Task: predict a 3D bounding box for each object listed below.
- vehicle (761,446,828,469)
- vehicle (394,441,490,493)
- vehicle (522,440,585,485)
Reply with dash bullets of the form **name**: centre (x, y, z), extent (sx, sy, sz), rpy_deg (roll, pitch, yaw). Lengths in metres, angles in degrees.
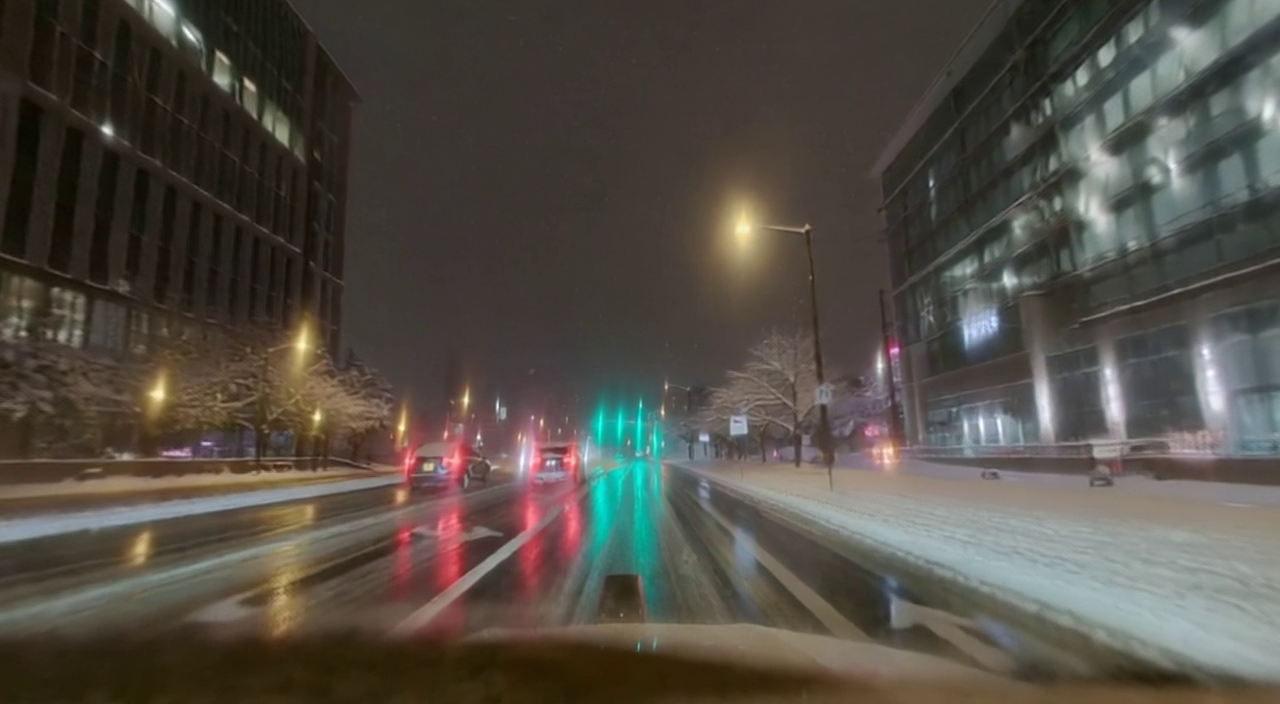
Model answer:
- **vehicle**: centre (11.172, 7.665, 45.948), extent (4.513, 1.541, 1.948), rpy_deg (-1, -9, 5)
- **vehicle**: centre (-6.829, 4.002, 22.344), extent (1.909, 1.605, 4.561), rpy_deg (0, -9, 0)
- **vehicle**: centre (-3.552, 4.629, 26.701), extent (2.052, 1.729, 4.195), rpy_deg (0, -9, 0)
